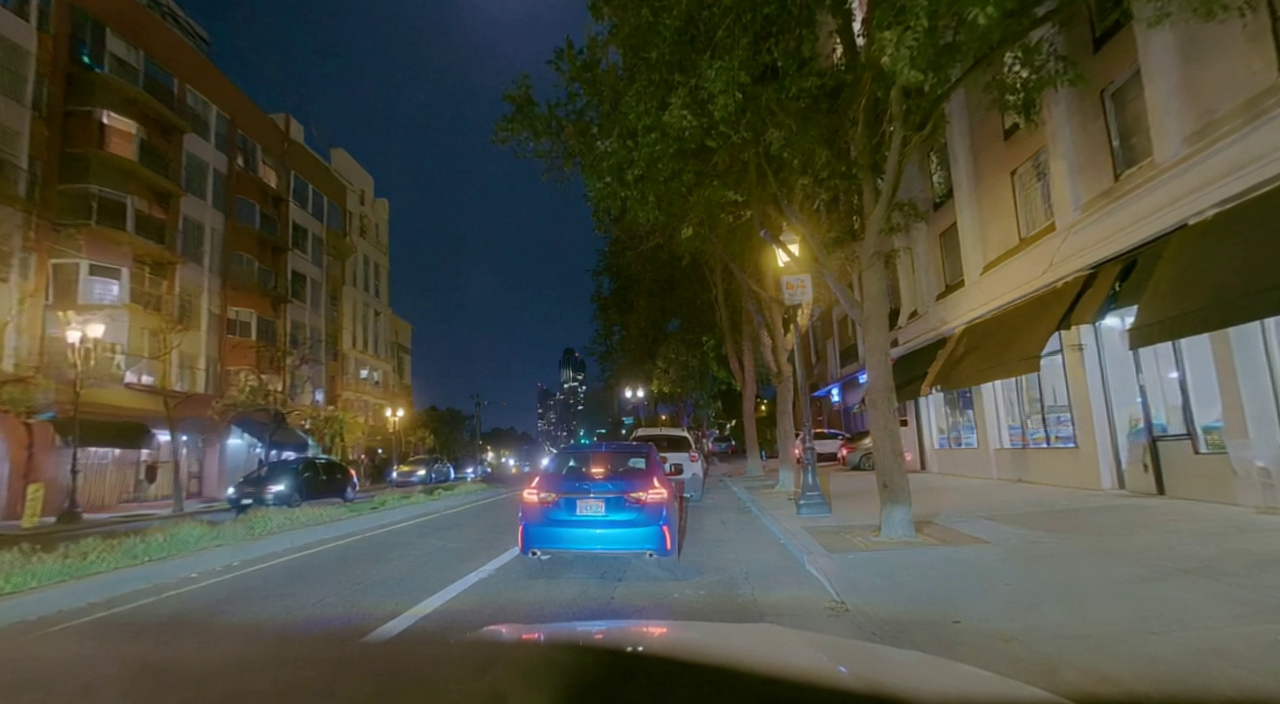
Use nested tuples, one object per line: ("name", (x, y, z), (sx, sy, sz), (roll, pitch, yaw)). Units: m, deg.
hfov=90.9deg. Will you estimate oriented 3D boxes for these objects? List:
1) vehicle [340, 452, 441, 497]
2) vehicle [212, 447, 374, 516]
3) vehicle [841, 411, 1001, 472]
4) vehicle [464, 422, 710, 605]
("vehicle", (-10.261, 5.032, 26.280), (1.826, 1.432, 4.556), (-7, -9, 8))
("vehicle", (-11.009, 4.068, 20.589), (2.081, 1.718, 5.342), (-6, -9, 3))
("vehicle", (9.011, 2.829, 20.220), (4.558, 1.528, 1.915), (-1, -8, -23))
("vehicle", (-0.264, 1.632, 7.300), (1.939, 1.478, 3.922), (-1, -8, 9))
